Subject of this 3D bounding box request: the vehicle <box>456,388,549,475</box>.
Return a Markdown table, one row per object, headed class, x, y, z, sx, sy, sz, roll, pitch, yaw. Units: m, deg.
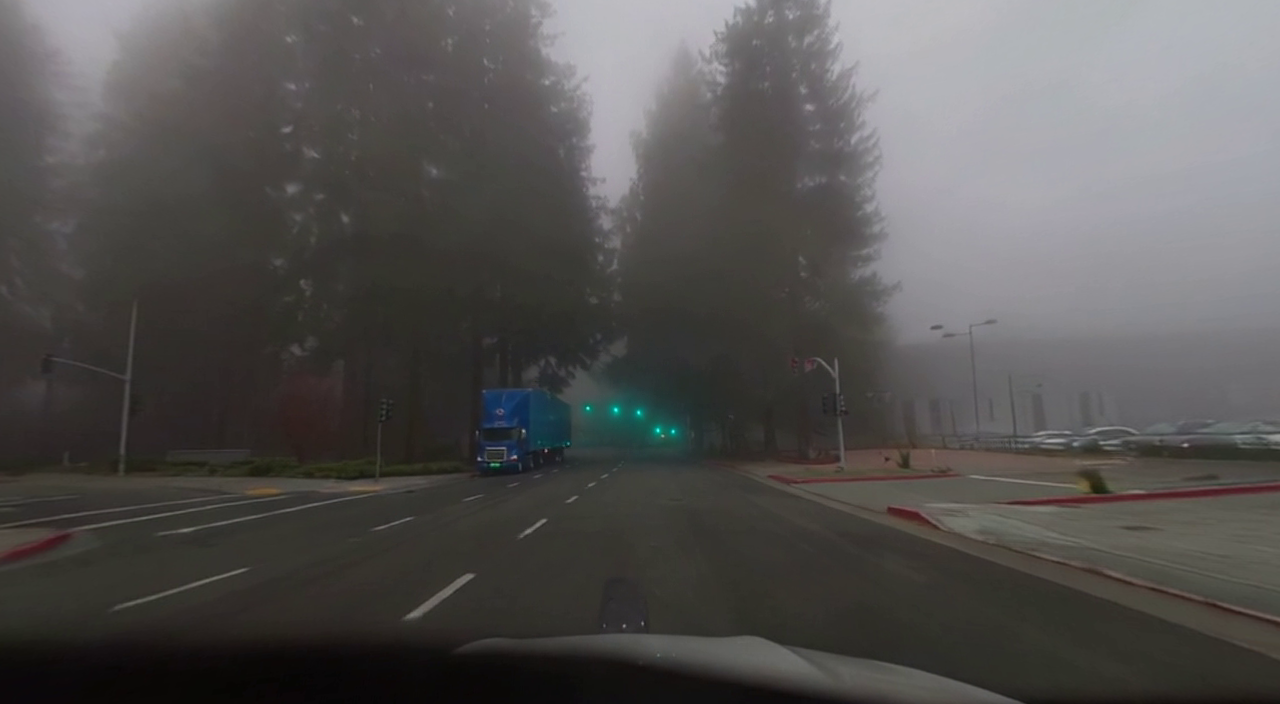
| class | x | y | z | sx | sy | sz | roll | pitch | yaw |
| --- | --- | --- | --- | --- | --- | --- | --- | --- | --- |
| vehicle | -6.995 | 4.304 | 33.595 | 3.053 | 4.058 | 8.110 | 0 | -8 | 0 |
